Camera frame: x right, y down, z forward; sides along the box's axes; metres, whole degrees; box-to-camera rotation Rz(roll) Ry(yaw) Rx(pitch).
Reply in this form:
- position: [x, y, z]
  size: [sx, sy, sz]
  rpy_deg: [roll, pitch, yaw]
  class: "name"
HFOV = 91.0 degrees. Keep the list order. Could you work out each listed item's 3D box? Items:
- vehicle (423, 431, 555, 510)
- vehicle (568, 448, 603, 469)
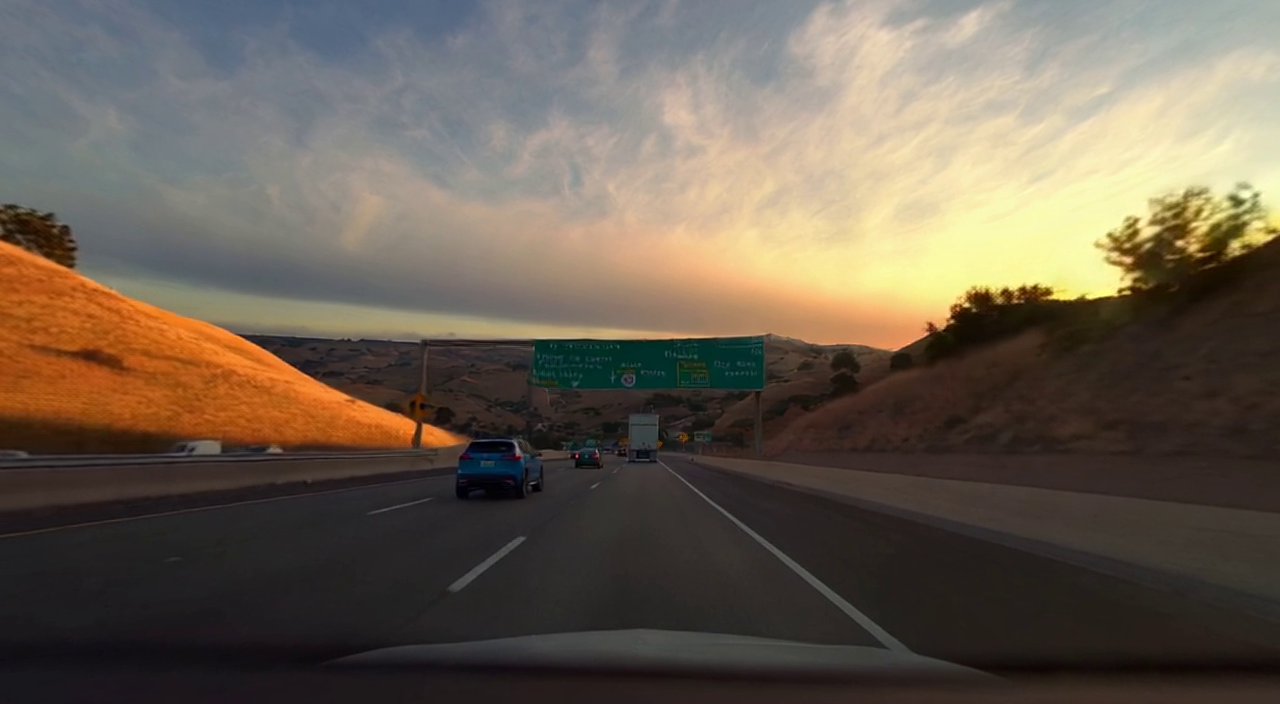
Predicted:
- position: [-3.685, 2.997, 16.420]
  size: [2.194, 1.725, 4.698]
  rpy_deg: [0, -9, 1]
  class: "vehicle"
- position: [-3.993, 7.846, 46.663]
  size: [2.101, 1.476, 4.471]
  rpy_deg: [1, -9, 1]
  class: "vehicle"
